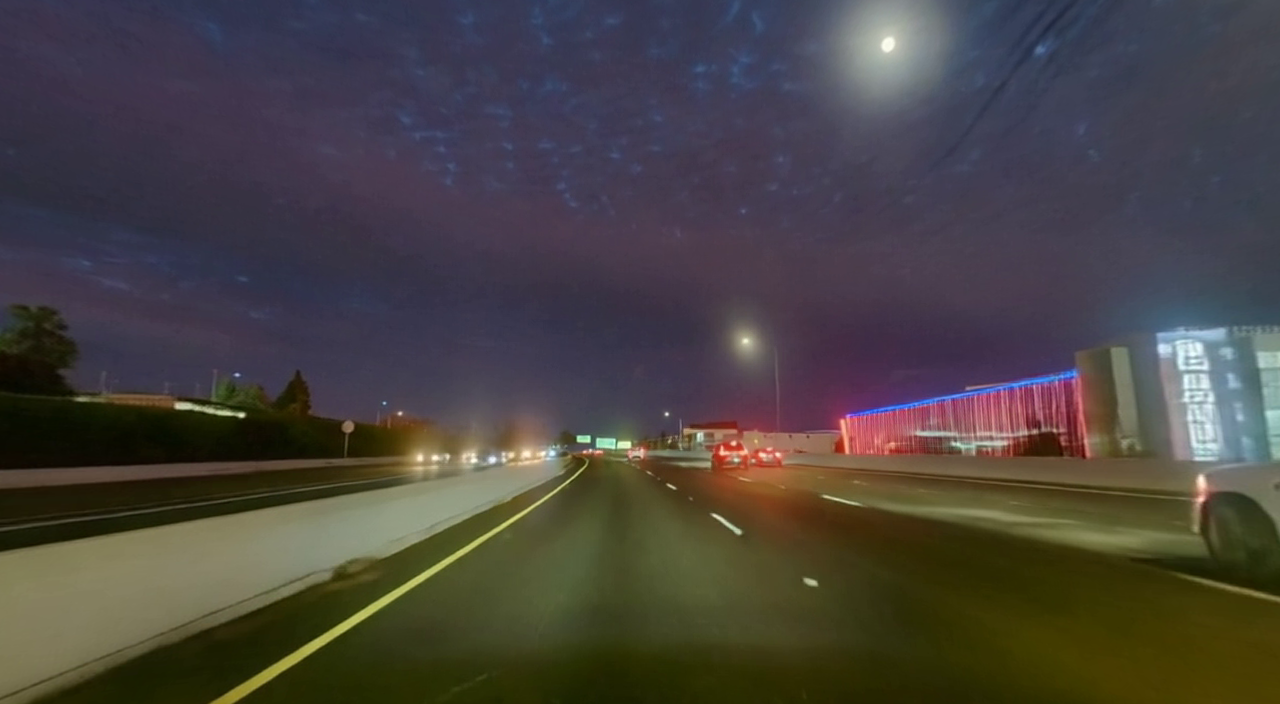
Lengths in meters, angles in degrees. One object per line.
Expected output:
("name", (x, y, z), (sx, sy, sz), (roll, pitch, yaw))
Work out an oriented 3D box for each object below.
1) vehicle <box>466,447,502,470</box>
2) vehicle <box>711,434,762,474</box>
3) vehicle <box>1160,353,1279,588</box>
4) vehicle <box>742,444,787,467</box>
("vehicle", (-11.227, 7.684, 45.731), (1.799, 1.433, 4.661), (-1, -7, -4))
("vehicle", (5.665, 6.070, 37.749), (2.043, 2.154, 4.731), (0, -9, -3))
("vehicle", (6.475, 0.782, 3.920), (2.181, 1.952, 4.973), (0, -9, 0))
("vehicle", (8.845, 7.367, 45.251), (1.981, 1.508, 4.768), (0, -9, -4))
